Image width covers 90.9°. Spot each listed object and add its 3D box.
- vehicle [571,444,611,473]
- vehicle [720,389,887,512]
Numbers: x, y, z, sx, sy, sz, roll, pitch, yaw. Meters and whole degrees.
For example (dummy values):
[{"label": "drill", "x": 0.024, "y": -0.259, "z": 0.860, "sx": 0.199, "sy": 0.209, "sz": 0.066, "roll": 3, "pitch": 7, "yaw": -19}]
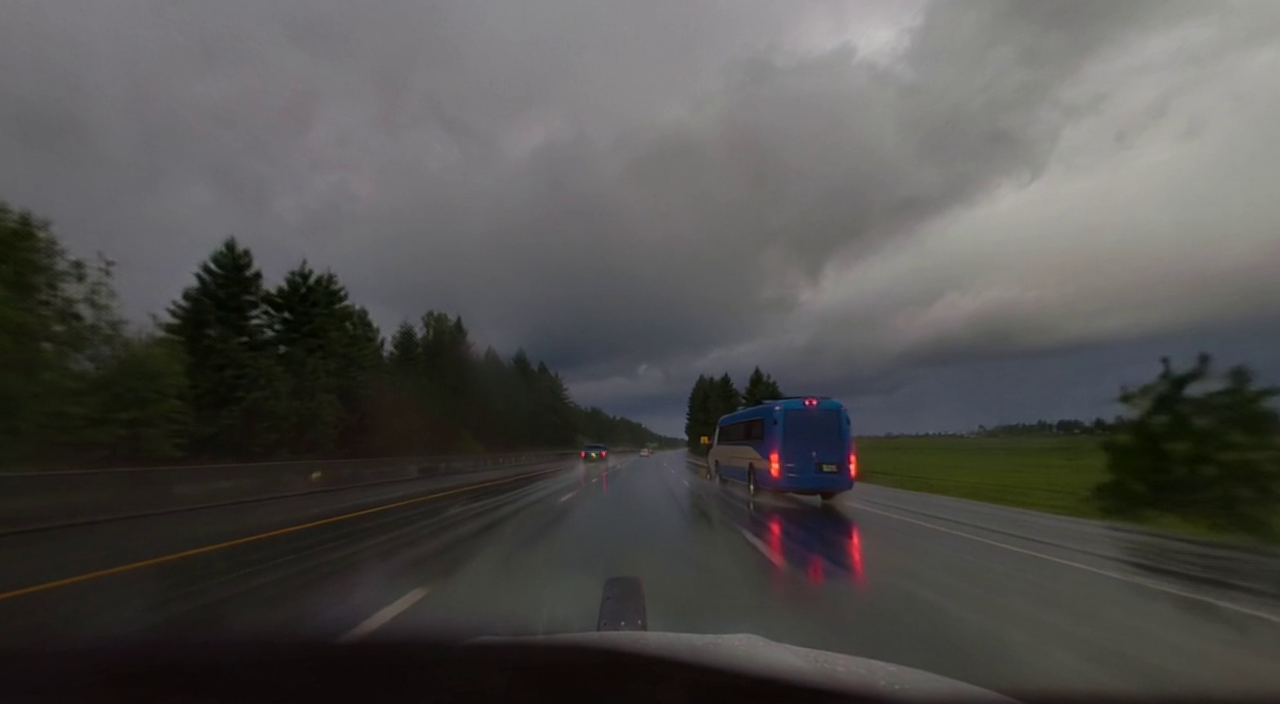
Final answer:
[{"label": "vehicle", "x": -2.887, "y": 6.401, "z": 38.107, "sx": 2.020, "sy": 1.619, "sz": 4.690, "roll": 0, "pitch": -9, "yaw": 1}, {"label": "vehicle", "x": 3.964, "y": 2.633, "z": 16.953, "sx": 2.614, "sy": 2.655, "sz": 6.429, "roll": 0, "pitch": -9, "yaw": -1}]
